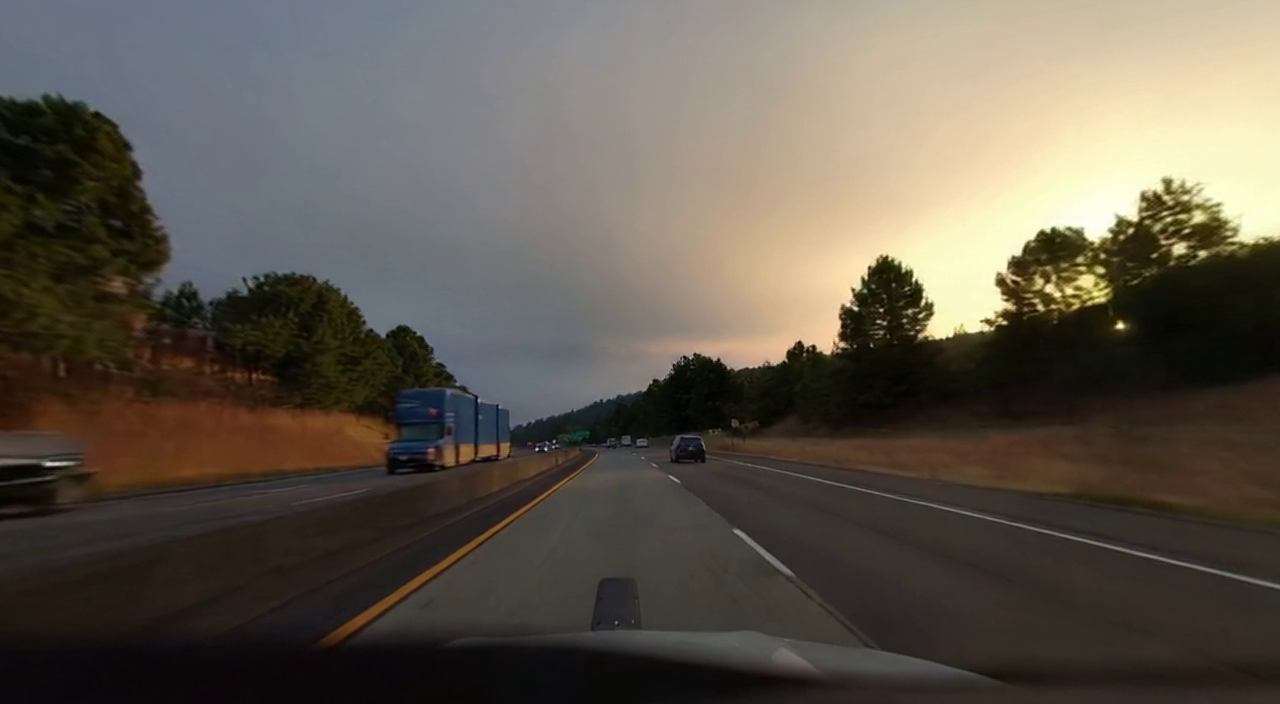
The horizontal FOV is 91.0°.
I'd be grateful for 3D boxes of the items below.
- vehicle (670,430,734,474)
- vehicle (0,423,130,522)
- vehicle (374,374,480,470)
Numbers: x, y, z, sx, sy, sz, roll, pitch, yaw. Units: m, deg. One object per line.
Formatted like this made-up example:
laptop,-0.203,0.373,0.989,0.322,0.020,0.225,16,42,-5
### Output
vehicle,2.515,4.162,26.396,2.043,1.673,4.016,0,-8,-3
vehicle,-11.663,2.199,11.768,1.738,1.644,2.951,0,-8,-2
vehicle,-9.406,3.236,28.545,3.005,3.886,5.711,0,-8,-3
